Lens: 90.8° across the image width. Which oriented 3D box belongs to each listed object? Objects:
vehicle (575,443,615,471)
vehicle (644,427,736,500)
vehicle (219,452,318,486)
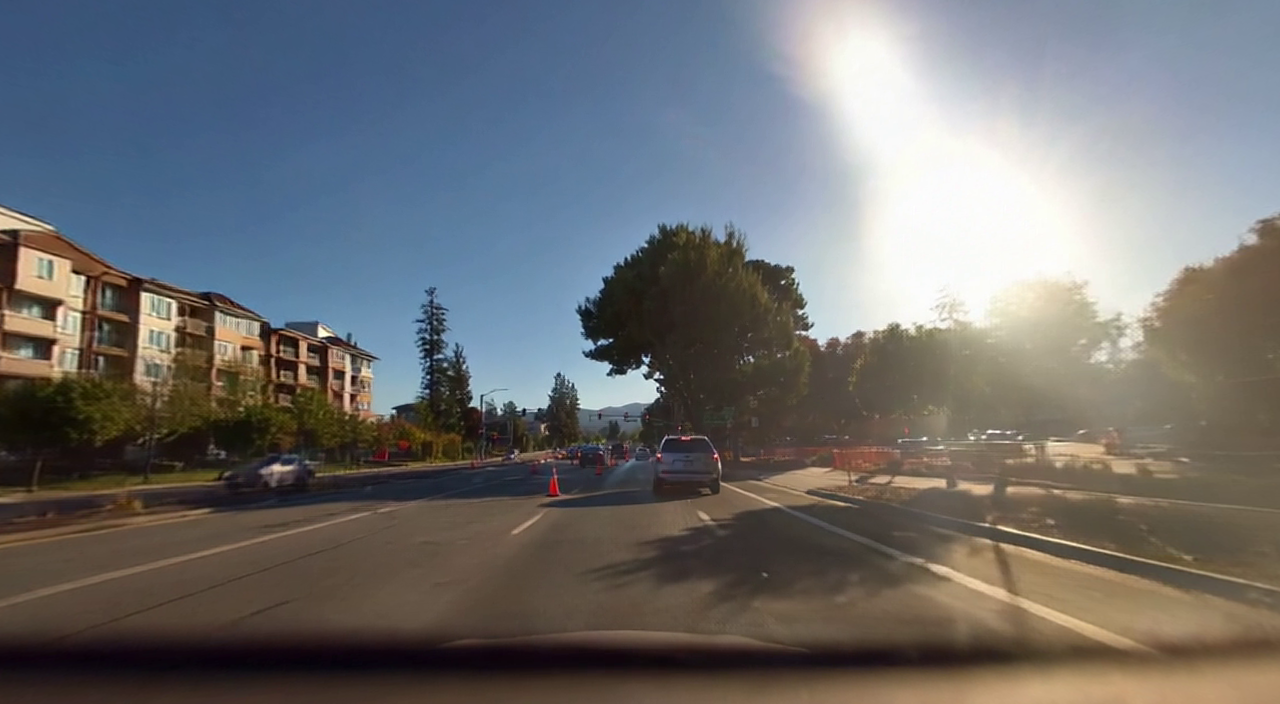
[{"bbox_3d":[-2.793,6.585,39.889,2.121,1.654,3.993,0,-8,1],"label":"vehicle"},{"bbox_3d":[1.269,3.142,18.167,2.197,1.835,4.316,0,-8,-1],"label":"vehicle"},{"bbox_3d":[-18.001,5.661,30.917,1.883,1.494,4.795,0,-8,1],"label":"vehicle"}]
